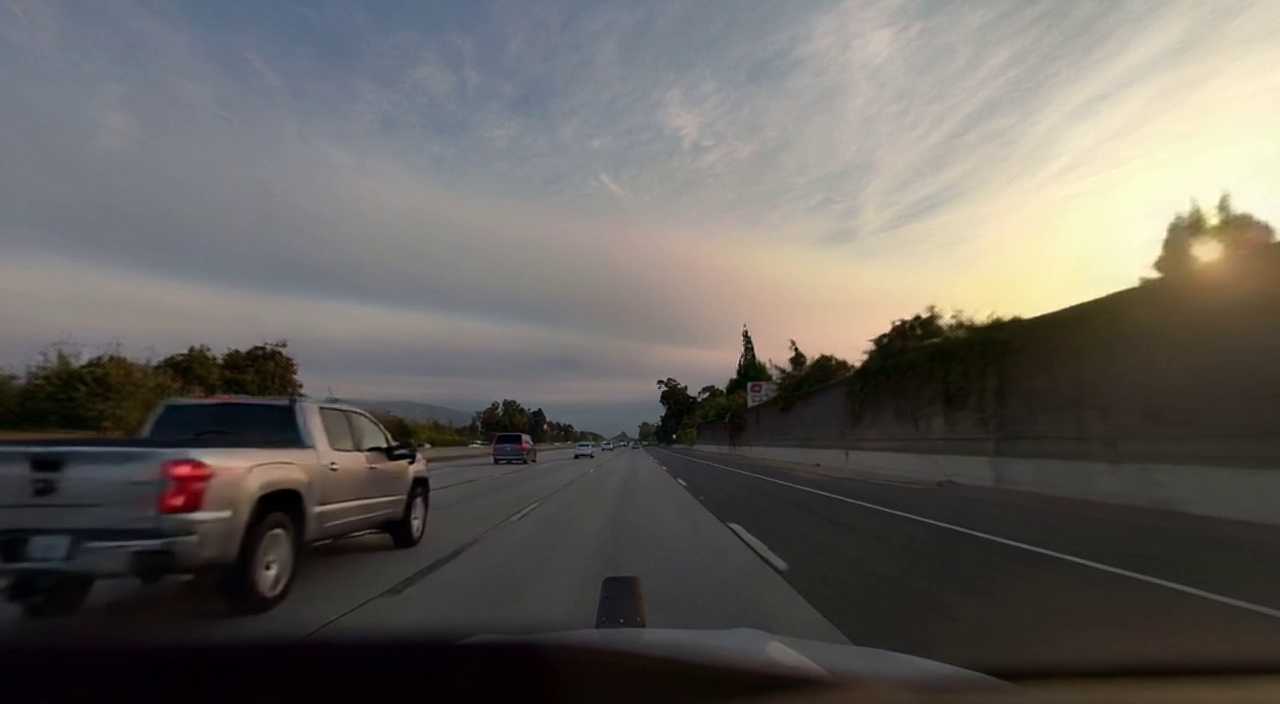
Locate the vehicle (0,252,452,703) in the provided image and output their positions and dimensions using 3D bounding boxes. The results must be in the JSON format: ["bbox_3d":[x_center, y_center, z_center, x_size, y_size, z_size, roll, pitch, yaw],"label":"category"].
[{"bbox_3d":[-4.024,1.096,5.735,2.604,2.170,6.271,0,-8,1],"label":"vehicle"}]

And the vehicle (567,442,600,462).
[{"bbox_3d":[-4.259,7.654,48.260,2.106,1.452,4.525,0,-8,0],"label":"vehicle"}]

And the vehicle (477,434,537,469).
[{"bbox_3d":[-8.011,6.064,38.732,2.351,1.922,6.335,0,-8,0],"label":"vehicle"}]
